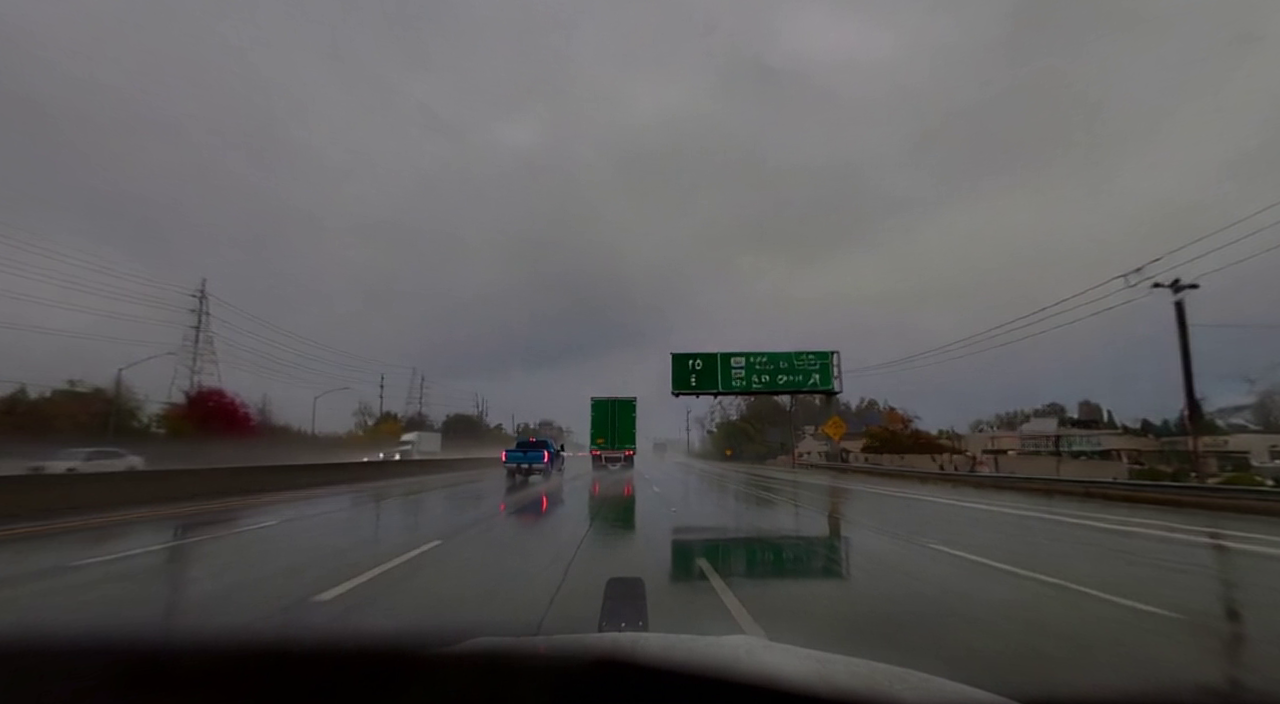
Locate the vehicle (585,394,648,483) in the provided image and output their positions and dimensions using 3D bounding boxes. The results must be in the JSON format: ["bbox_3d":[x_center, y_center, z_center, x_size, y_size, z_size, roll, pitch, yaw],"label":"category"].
[{"bbox_3d":[-1.253,4.921,35.517,2.879,4.085,13.125,0,-8,-1],"label":"vehicle"}]

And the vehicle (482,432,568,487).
[{"bbox_3d":[-4.930,4.754,28.300,2.749,2.141,6.515,0,-8,-1],"label":"vehicle"}]
